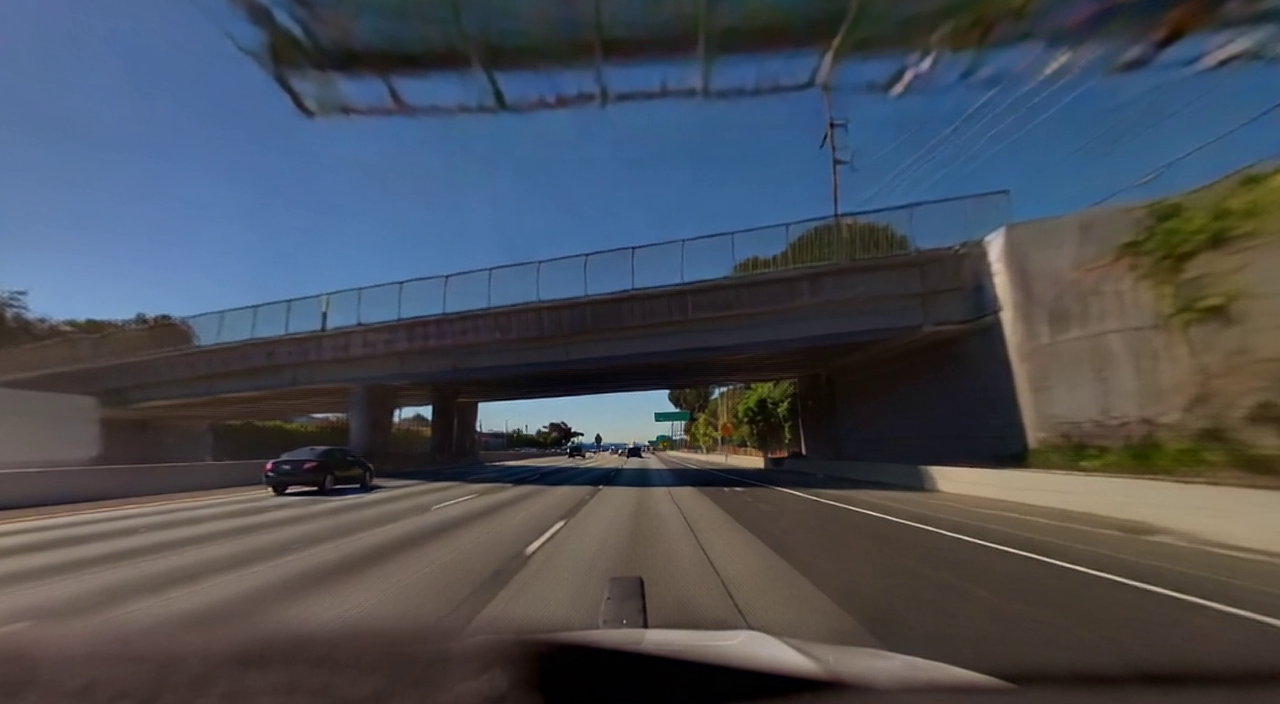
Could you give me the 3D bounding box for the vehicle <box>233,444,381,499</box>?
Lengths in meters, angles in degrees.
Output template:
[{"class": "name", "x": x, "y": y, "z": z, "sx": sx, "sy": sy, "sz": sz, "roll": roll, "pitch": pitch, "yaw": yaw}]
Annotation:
[{"class": "vehicle", "x": -10.128, "y": 3.624, "z": 19.667, "sx": 2.056, "sy": 1.476, "sz": 4.562, "roll": 0, "pitch": -8, "yaw": 1}]
